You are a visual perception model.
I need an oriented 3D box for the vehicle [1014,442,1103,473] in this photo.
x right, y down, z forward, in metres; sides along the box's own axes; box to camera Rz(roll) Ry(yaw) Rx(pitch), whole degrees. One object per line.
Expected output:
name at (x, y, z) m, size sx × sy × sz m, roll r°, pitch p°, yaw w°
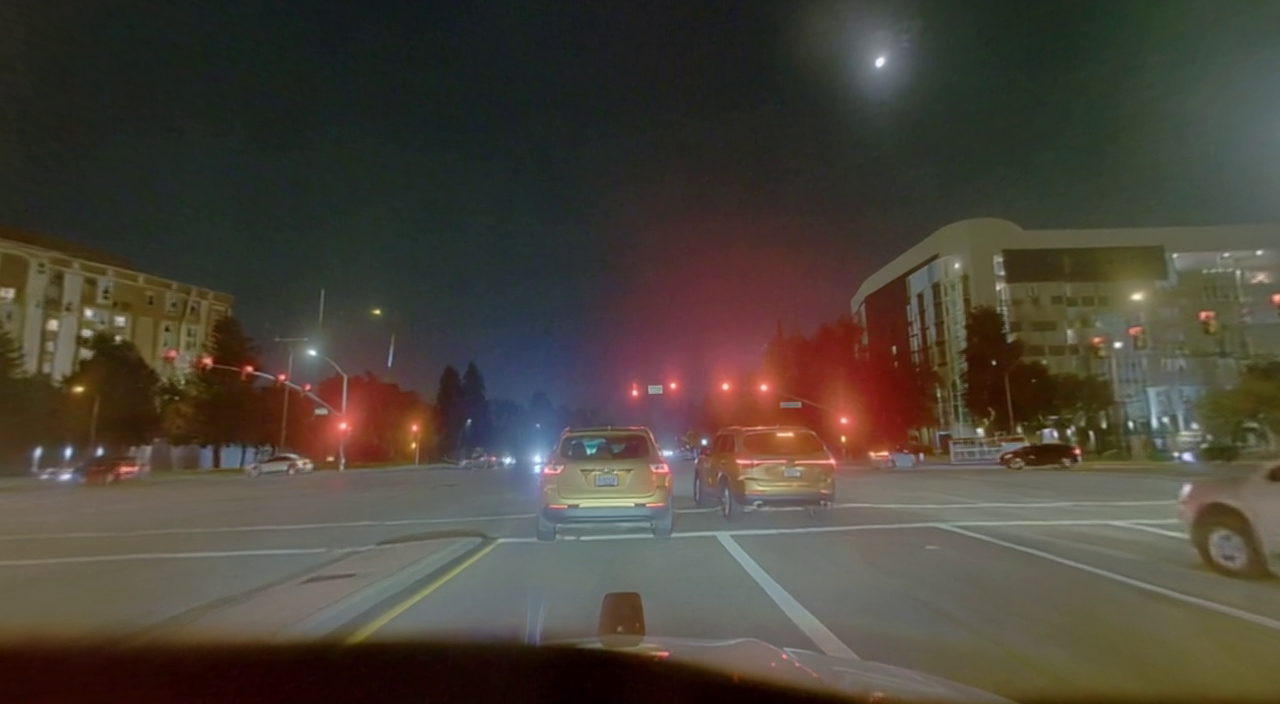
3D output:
vehicle at (27.253, 6.883, 41.249) m, size 4.322 × 1.595 × 1.752 m, roll -6°, pitch -10°, yaw 2°

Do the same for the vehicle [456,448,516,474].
vehicle at (-10.191, 7.178, 41.838) m, size 3.771 × 1.593 × 1.789 m, roll -6°, pitch -11°, yaw 36°

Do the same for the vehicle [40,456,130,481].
vehicle at (-37.479, 7.834, 42.712) m, size 4.253 × 1.610 × 1.800 m, roll 0°, pitch -9°, yaw -1°

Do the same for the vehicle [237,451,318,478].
vehicle at (-24.057, 7.446, 41.955) m, size 4.318 × 1.712 × 2.188 m, roll -3°, pitch -9°, yaw 19°

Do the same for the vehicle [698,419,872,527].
vehicle at (2.660, 2.366, 12.885) m, size 2.228 × 1.798 × 4.370 m, roll 1°, pitch -9°, yaw -4°

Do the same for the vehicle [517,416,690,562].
vehicle at (-0.541, 1.932, 9.622) m, size 2.039 × 1.698 × 4.144 m, roll 0°, pitch -9°, yaw -3°

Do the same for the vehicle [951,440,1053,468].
vehicle at (25.860, 7.328, 45.292) m, size 5.895 × 1.921 × 2.150 m, roll 0°, pitch -9°, yaw 1°

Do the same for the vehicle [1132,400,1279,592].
vehicle at (6.059, 1.062, 4.410) m, size 1.690 × 1.538 × 4.313 m, roll 0°, pitch -9°, yaw -1°
